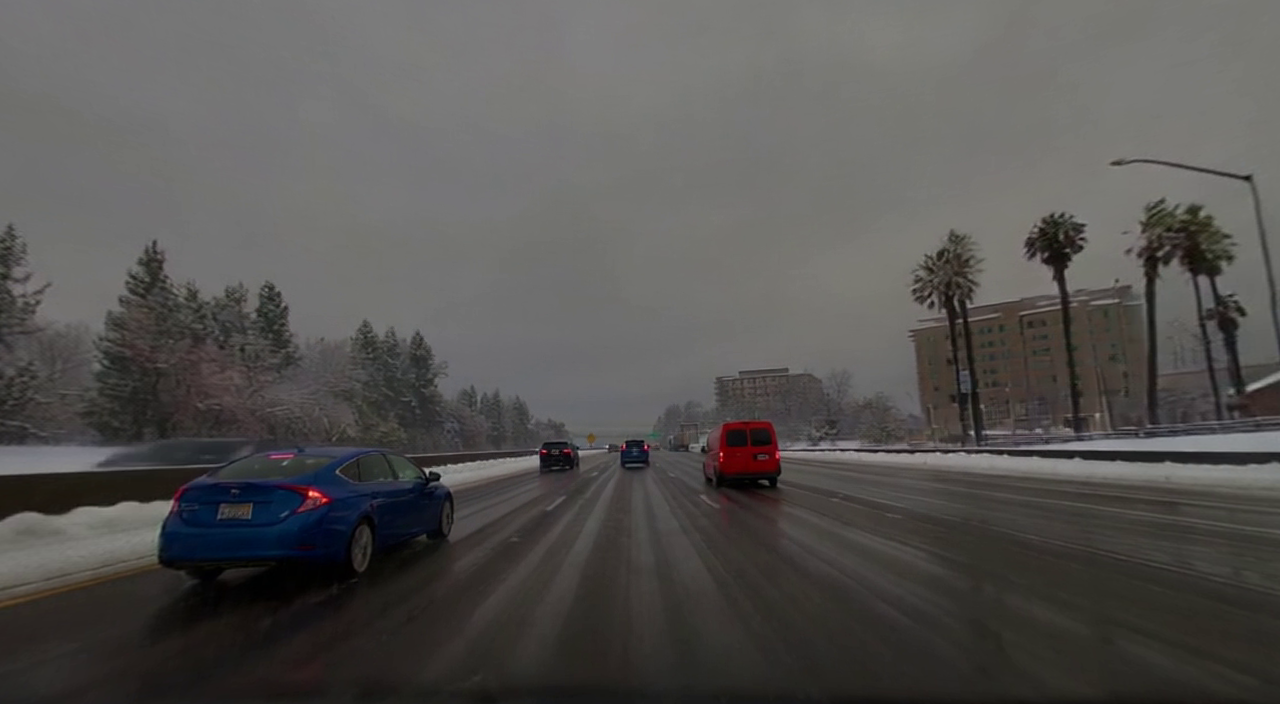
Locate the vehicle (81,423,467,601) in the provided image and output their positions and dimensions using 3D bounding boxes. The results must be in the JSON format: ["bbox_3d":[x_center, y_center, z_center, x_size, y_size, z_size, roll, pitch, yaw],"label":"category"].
[{"bbox_3d":[-3.670,1.671,7.533,1.991,1.469,4.381,0,-9,-1],"label":"vehicle"}]

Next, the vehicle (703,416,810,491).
[{"bbox_3d":[3.548,3.286,20.629,2.250,2.074,5.723,0,-9,-2],"label":"vehicle"}]

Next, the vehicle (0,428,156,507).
[{"bbox_3d":[-17.412,3.308,18.516,2.414,1.959,5.101,0,-9,-2],"label":"vehicle"}]

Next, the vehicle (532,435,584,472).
[{"bbox_3d":[-4.257,5.394,33.653,2.109,1.793,4.613,0,-9,0],"label":"vehicle"}]

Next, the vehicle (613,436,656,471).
[{"bbox_3d":[-0.290,5.539,34.677,2.212,1.786,4.198,0,-9,-1],"label":"vehicle"}]
